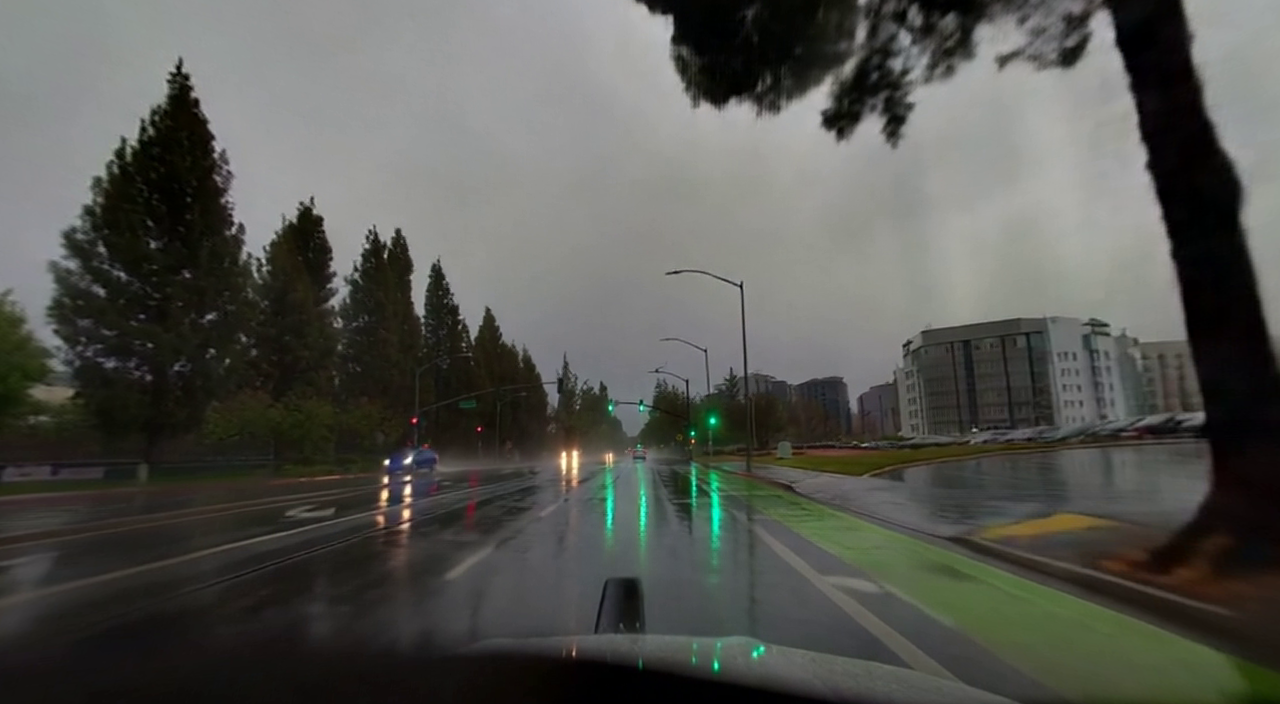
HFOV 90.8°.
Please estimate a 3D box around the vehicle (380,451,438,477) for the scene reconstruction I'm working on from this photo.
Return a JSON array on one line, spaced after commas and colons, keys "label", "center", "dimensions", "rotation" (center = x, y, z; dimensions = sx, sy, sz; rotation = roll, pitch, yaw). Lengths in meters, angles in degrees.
[{"label": "vehicle", "center": [-15.090, 7.317, 41.468], "dimensions": [1.910, 1.544, 4.387], "rotation": [-1, -8, 4]}]
